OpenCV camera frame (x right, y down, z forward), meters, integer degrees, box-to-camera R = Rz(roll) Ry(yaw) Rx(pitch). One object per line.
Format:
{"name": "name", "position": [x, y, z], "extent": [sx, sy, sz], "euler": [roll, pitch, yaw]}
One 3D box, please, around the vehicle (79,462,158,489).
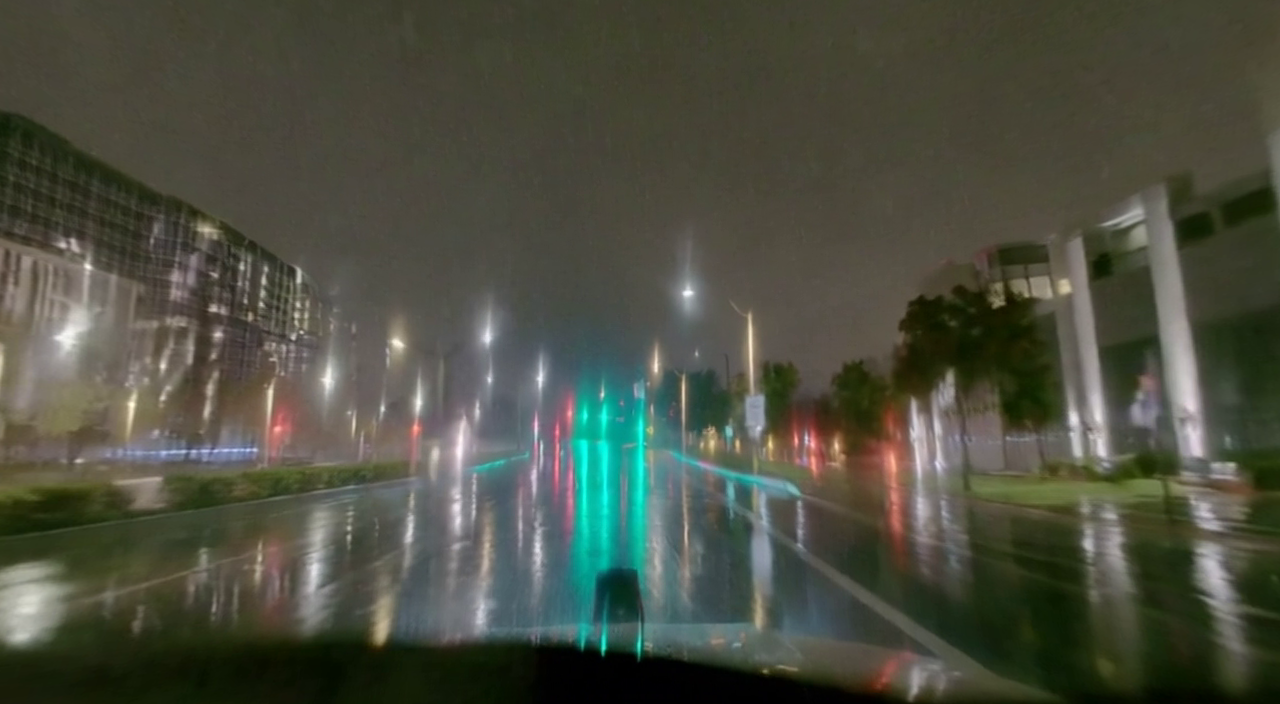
{"name": "vehicle", "position": [-32.855, 7.773, 39.926], "extent": [1.794, 1.427, 3.715], "euler": [2, -9, 0]}
